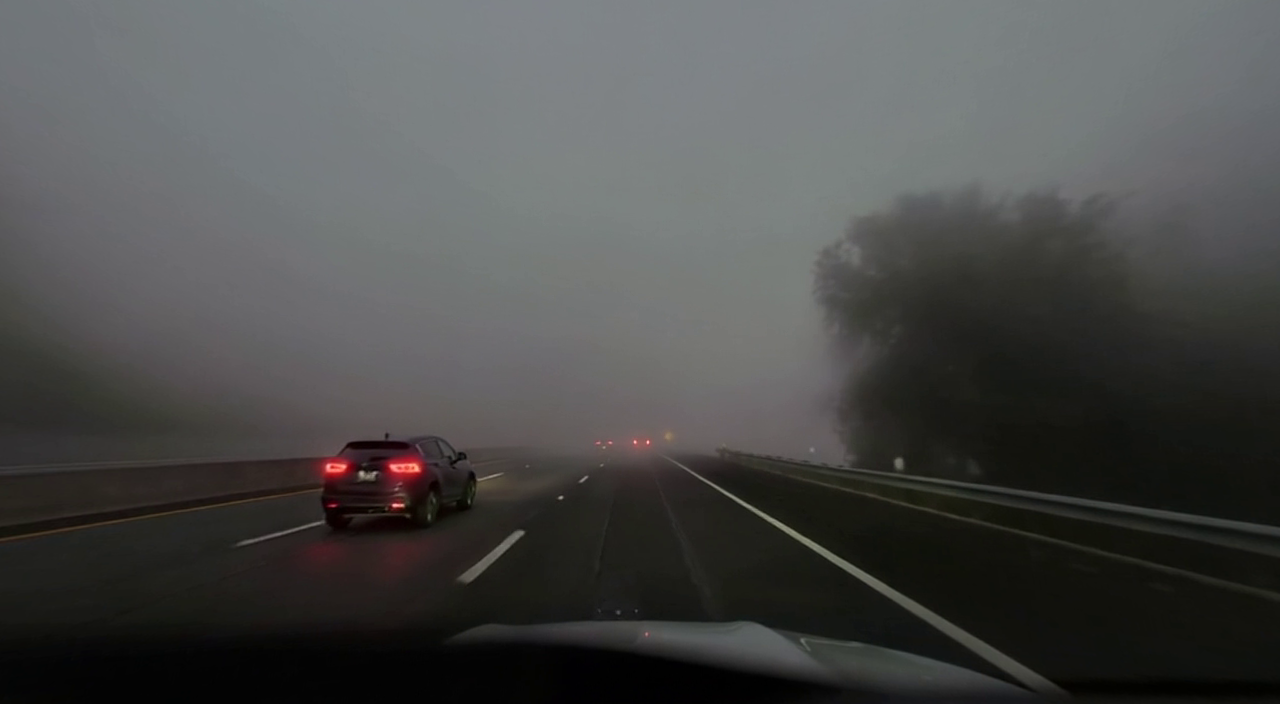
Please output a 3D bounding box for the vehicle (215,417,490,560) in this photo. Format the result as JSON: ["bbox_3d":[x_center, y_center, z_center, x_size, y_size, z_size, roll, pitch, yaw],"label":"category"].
[{"bbox_3d":[-3.754,1.825,9.280,2.039,1.589,4.324,0,-8,0],"label":"vehicle"}]
